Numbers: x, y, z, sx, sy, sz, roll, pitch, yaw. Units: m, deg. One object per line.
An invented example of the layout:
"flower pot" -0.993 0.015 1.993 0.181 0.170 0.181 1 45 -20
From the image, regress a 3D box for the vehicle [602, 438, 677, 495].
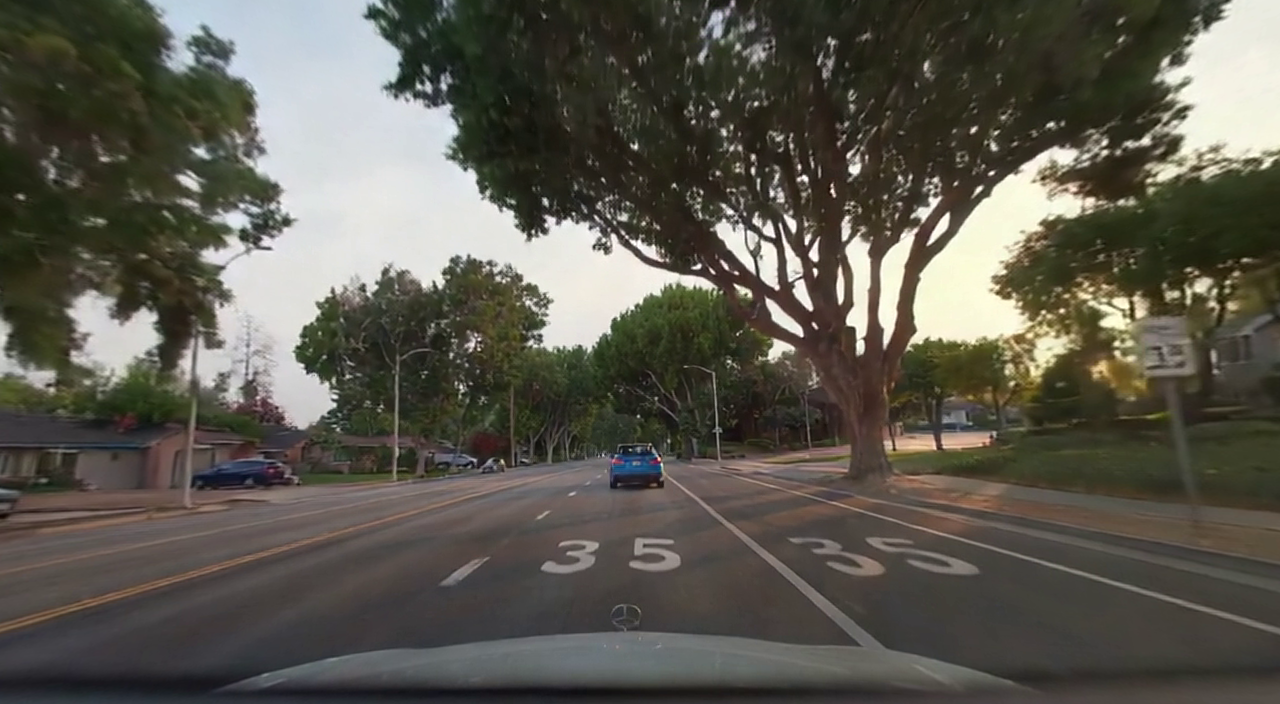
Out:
"vehicle" -0.043 3.684 20.628 2.181 1.639 4.127 0 -9 0

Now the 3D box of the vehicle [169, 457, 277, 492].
"vehicle" -23.853 6.981 36.290 4.866 1.614 1.911 -3 -9 -2

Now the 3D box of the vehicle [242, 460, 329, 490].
"vehicle" -21.820 7.560 38.986 4.241 1.500 1.956 -4 -9 0
